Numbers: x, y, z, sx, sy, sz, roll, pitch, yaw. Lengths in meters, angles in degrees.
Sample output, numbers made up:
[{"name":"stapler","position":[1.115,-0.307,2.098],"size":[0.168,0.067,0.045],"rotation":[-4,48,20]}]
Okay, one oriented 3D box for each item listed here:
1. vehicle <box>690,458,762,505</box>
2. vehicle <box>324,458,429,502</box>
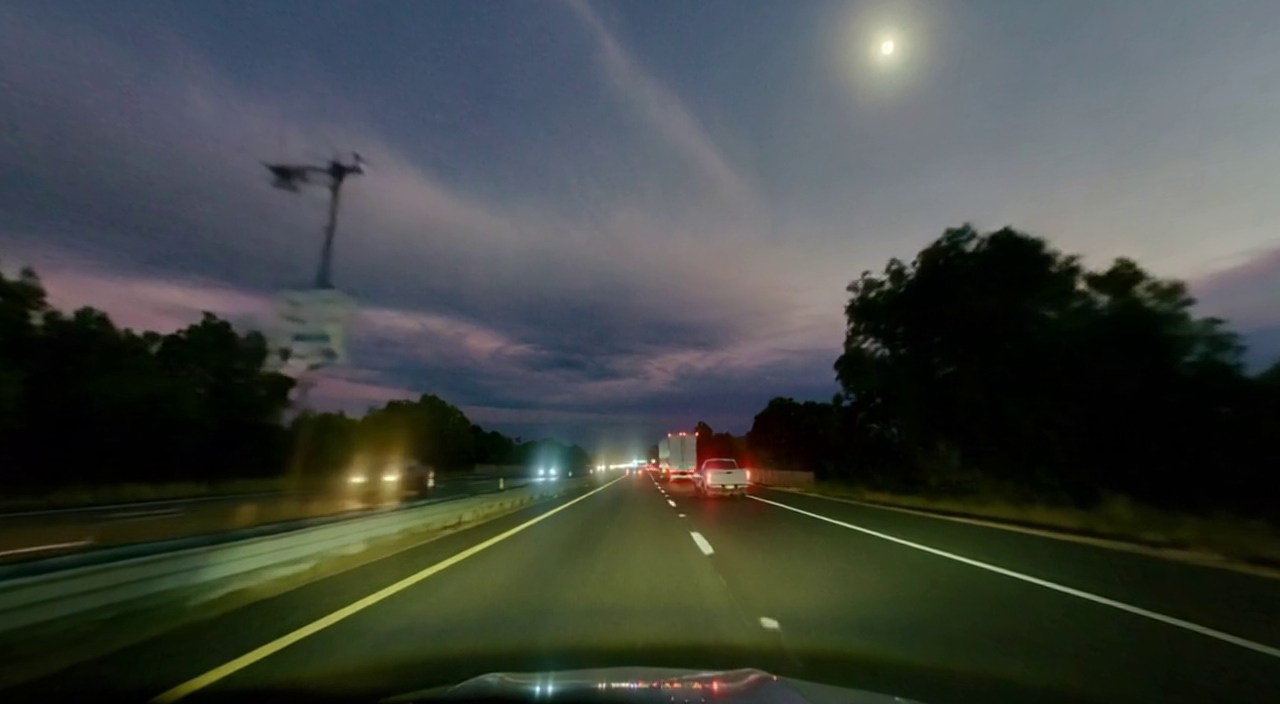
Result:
[{"name":"vehicle","position":[3.299,5.136,25.195],"size":[2.124,1.662,4.641],"rotation":[1,-10,-1]},{"name":"vehicle","position":[-10.354,5.061,25.175],"size":[2.228,1.550,4.490],"rotation":[1,-10,0]}]
